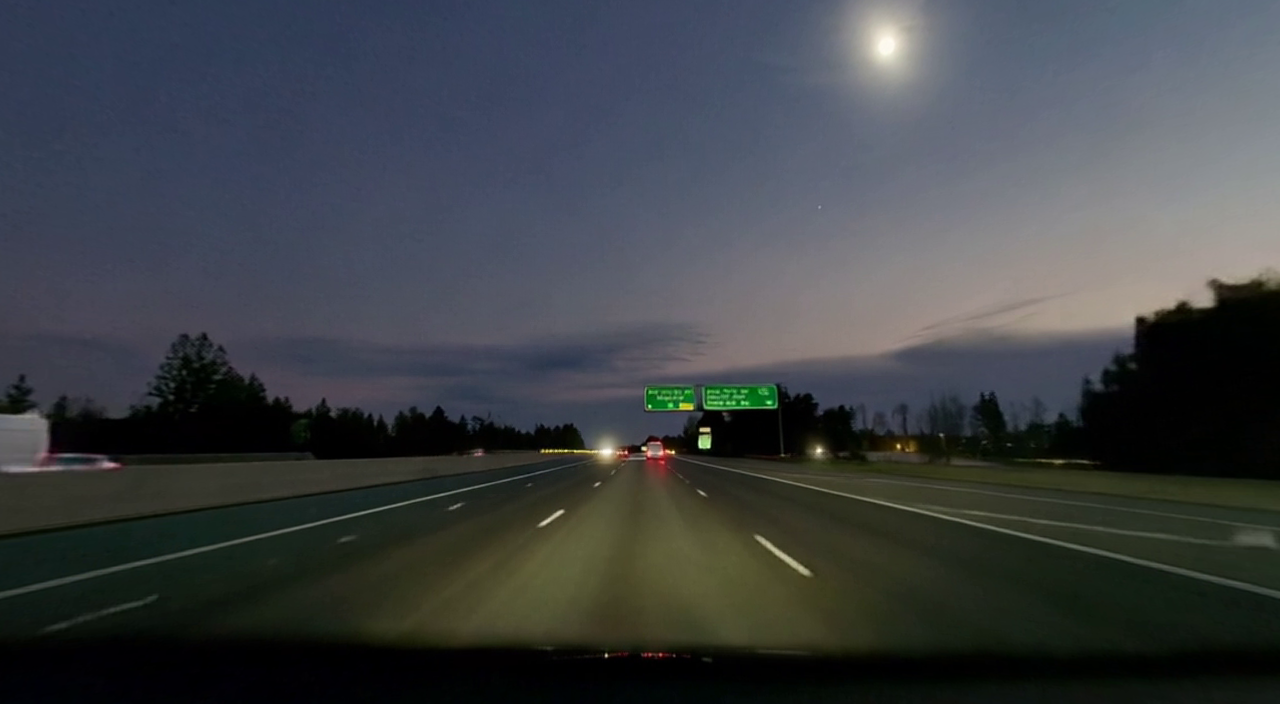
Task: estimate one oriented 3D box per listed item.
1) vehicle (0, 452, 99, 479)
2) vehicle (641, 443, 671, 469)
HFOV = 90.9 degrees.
[{"bbox_3d":[-34.977,6.692,37.417,1.868,1.490,4.250,0,-9,0],"label":"vehicle"},{"bbox_3d":[1.189,8.159,49.706,2.219,1.927,4.409,0,-9,-1],"label":"vehicle"}]
